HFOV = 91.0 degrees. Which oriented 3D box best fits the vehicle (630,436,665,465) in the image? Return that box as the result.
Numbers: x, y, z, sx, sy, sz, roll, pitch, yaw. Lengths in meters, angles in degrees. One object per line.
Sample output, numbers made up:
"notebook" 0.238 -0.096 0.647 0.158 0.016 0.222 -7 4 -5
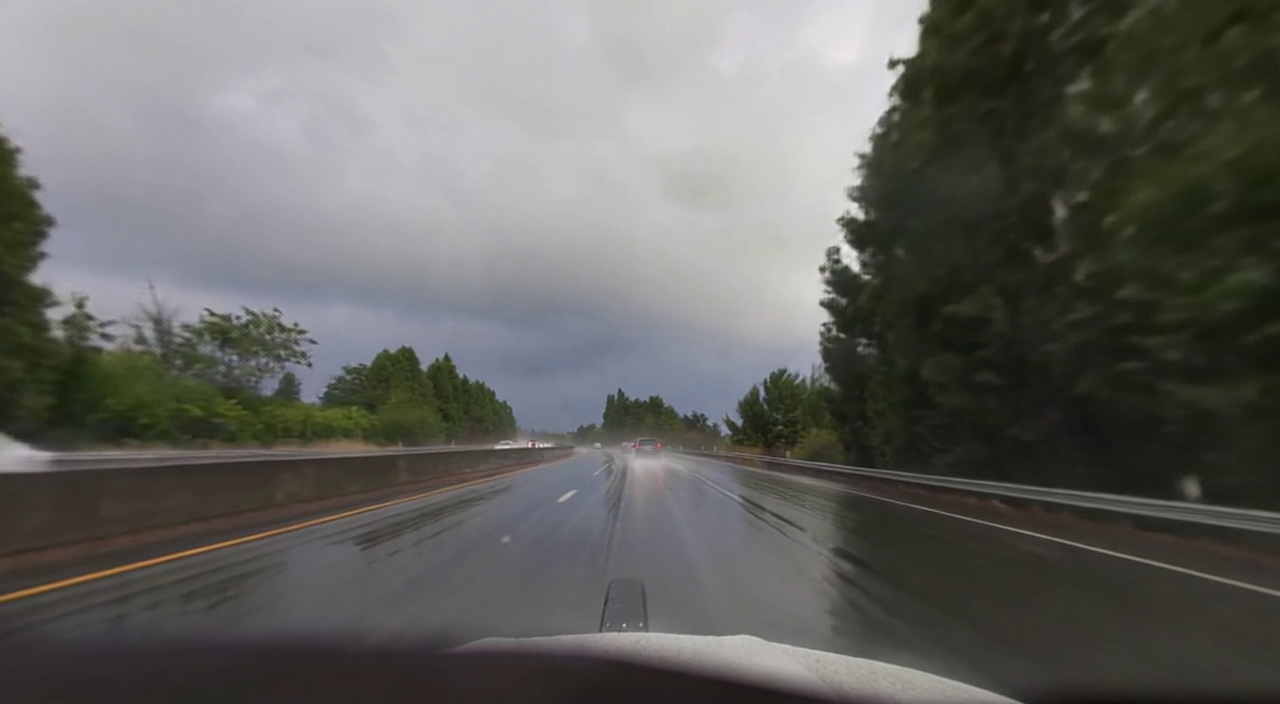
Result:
"vehicle" 0.426 6.397 40.997 2.079 1.729 4.380 0 -8 -2
